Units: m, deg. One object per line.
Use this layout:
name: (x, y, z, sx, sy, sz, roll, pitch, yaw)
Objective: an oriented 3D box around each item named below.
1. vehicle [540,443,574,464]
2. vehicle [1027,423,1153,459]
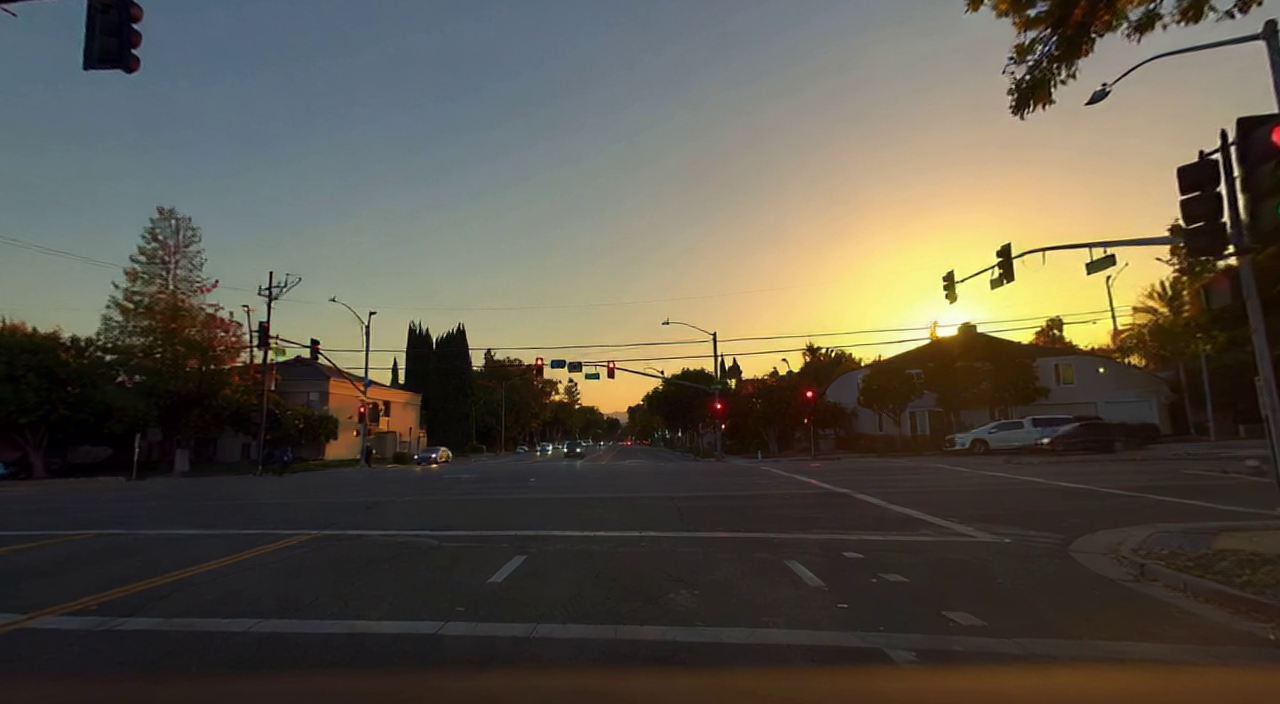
vehicle: (-6.127, 7.520, 47.044, 1.936, 1.444, 4.168, 0, -8, 0)
vehicle: (22.488, 4.468, 31.741, 4.706, 1.710, 1.932, -1, -8, 5)
